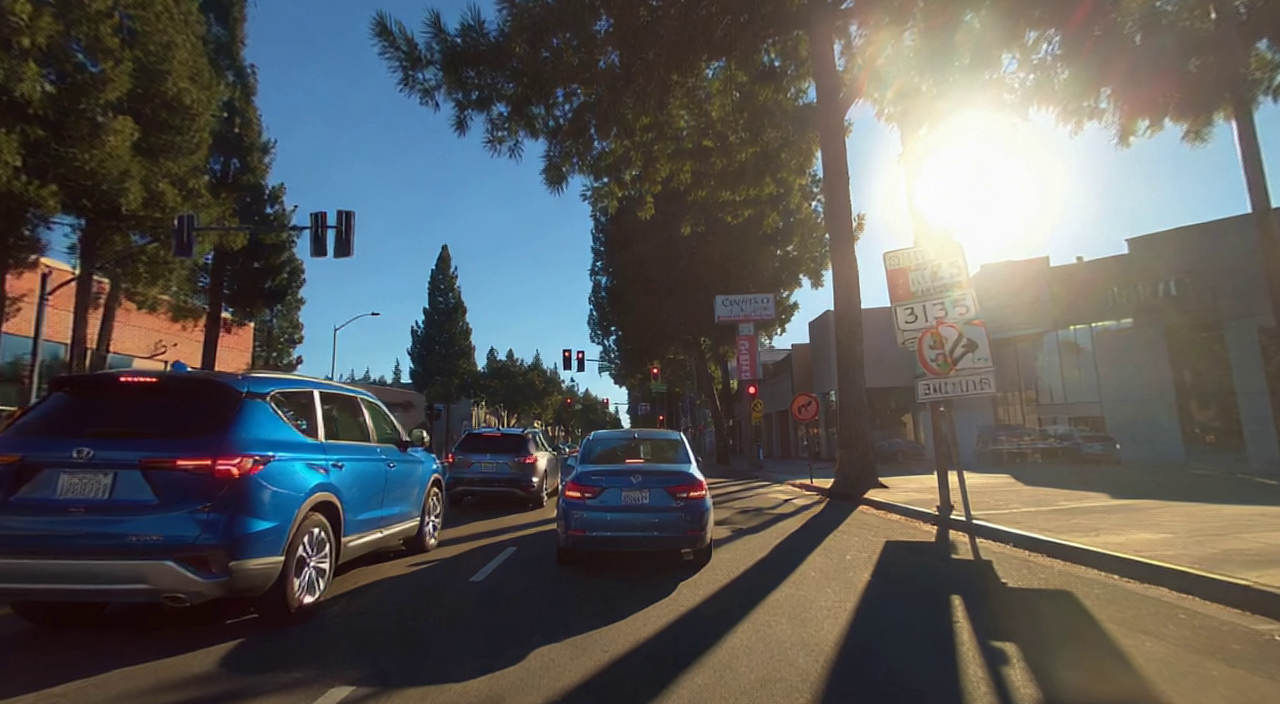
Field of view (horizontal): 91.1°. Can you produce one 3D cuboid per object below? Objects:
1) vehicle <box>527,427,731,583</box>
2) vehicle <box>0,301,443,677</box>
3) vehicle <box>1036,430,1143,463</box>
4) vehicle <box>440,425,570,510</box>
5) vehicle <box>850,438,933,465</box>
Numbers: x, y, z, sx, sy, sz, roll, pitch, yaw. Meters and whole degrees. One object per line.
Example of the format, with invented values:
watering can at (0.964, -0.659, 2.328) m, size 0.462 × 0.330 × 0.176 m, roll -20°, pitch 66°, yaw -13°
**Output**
vehicle at (-0.147, 1.784, 8.198) m, size 1.966 × 1.481 × 4.146 m, roll 0°, pitch -8°, yaw -1°
vehicle at (-3.831, 1.120, 6.124) m, size 2.152 × 2.118 × 5.066 m, roll 0°, pitch -8°, yaw 0°
vehicle at (24.455, 5.181, 34.326) m, size 4.116 × 1.719 × 2.069 m, roll -2°, pitch -9°, yaw 13°
vehicle at (-2.927, 2.603, 14.611) m, size 2.047 × 1.664 × 4.148 m, roll 0°, pitch -8°, yaw 1°
vehicle at (14.224, 5.671, 35.704) m, size 3.924 × 1.447 × 2.039 m, roll -2°, pitch -9°, yaw 9°
